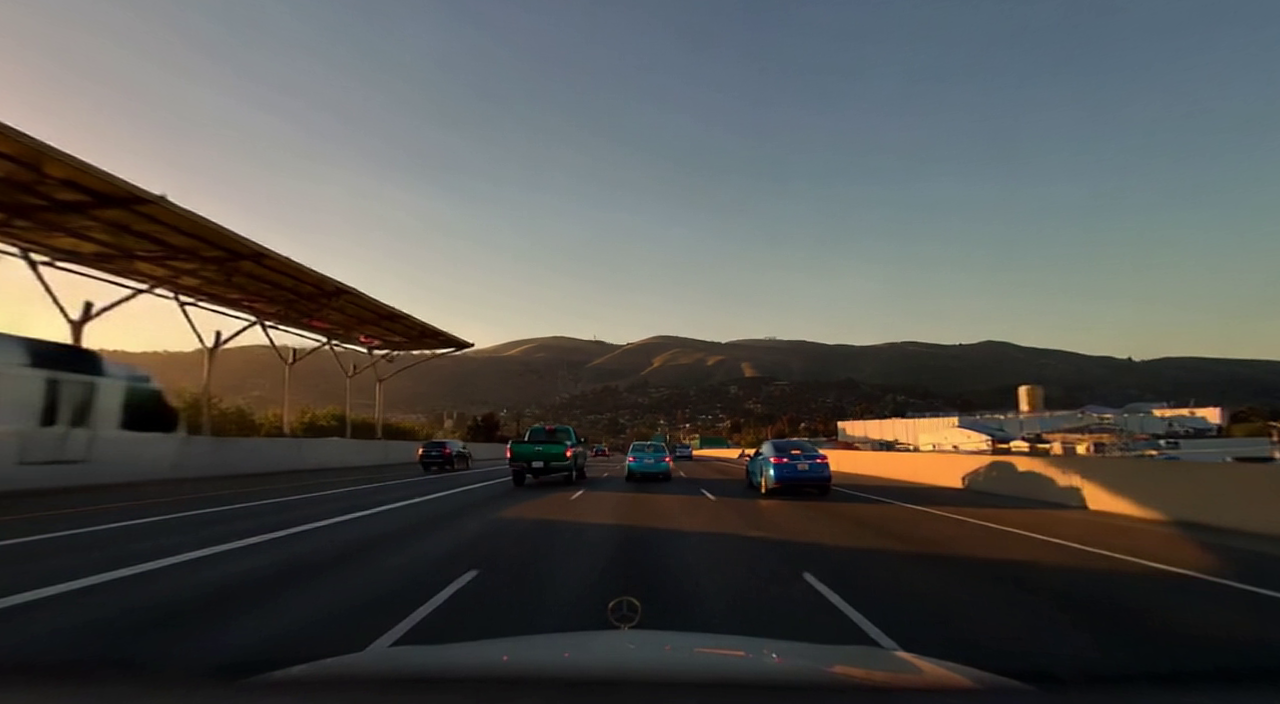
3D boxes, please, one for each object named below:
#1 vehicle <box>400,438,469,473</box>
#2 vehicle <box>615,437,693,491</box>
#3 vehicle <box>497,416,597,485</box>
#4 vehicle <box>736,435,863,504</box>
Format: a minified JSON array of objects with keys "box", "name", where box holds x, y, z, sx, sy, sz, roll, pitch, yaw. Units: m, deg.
[{"box":[-10.918,5.507,33.846,2.137,1.728,4.665,0,-8,0],"name":"vehicle"},{"box":[0.398,3.450,19.681,2.171,1.493,4.081,0,-8,0],"name":"vehicle"},{"box":[-3.287,3.725,24.082,2.733,2.230,6.820,0,-8,0],"name":"vehicle"},{"box":[3.885,2.948,16.311,2.023,1.510,4.773,0,-8,0],"name":"vehicle"}]
